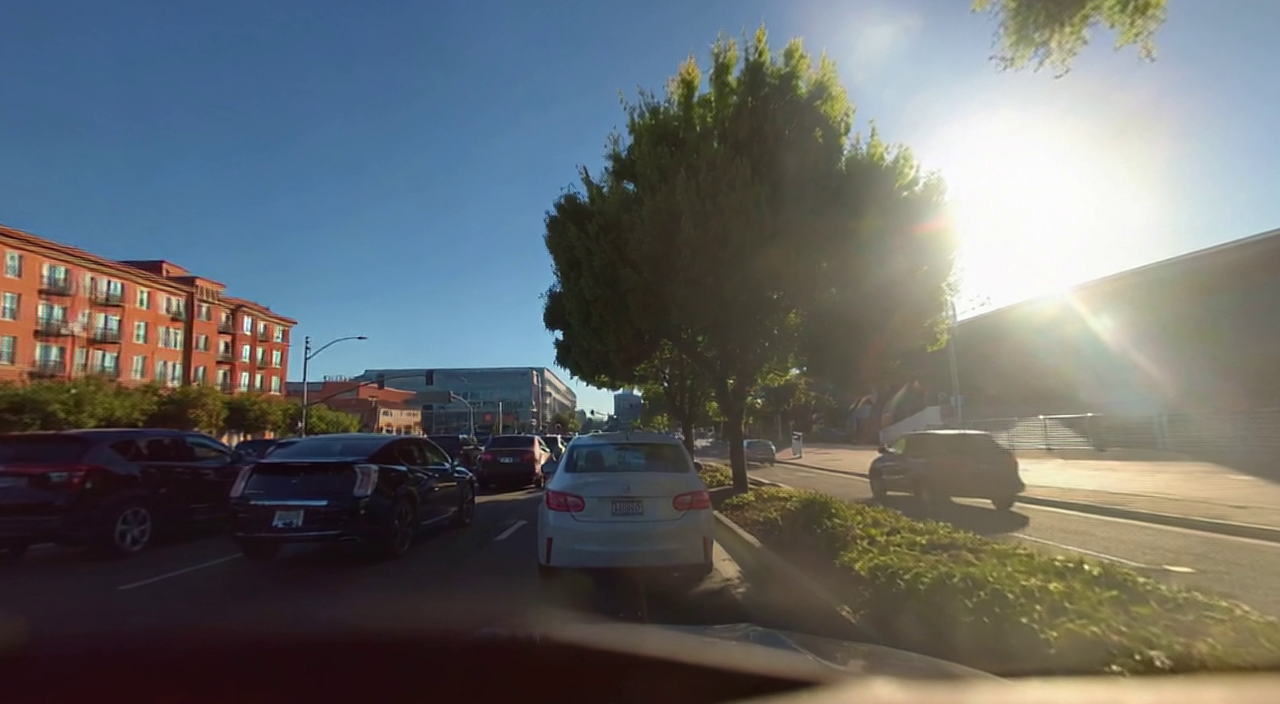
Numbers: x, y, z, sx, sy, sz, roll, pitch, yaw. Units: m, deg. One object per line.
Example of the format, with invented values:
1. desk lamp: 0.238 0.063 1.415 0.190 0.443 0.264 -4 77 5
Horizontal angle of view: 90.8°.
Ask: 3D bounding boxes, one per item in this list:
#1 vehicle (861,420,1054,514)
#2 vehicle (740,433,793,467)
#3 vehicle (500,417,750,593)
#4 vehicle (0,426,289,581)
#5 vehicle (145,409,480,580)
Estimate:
1. vehicle: 6.326 2.342 13.234 1.895 1.633 4.030 0 -9 0
2. vehicle: 6.651 5.234 33.692 1.889 1.681 4.120 0 -9 -1
3. vehicle: -0.166 1.641 7.642 2.161 1.501 4.184 0 -9 -1
4. vehicle: -6.952 1.818 8.468 1.860 1.491 4.586 0 -9 0
5. vehicle: -3.706 1.697 8.307 2.009 1.619 4.376 0 -9 1
